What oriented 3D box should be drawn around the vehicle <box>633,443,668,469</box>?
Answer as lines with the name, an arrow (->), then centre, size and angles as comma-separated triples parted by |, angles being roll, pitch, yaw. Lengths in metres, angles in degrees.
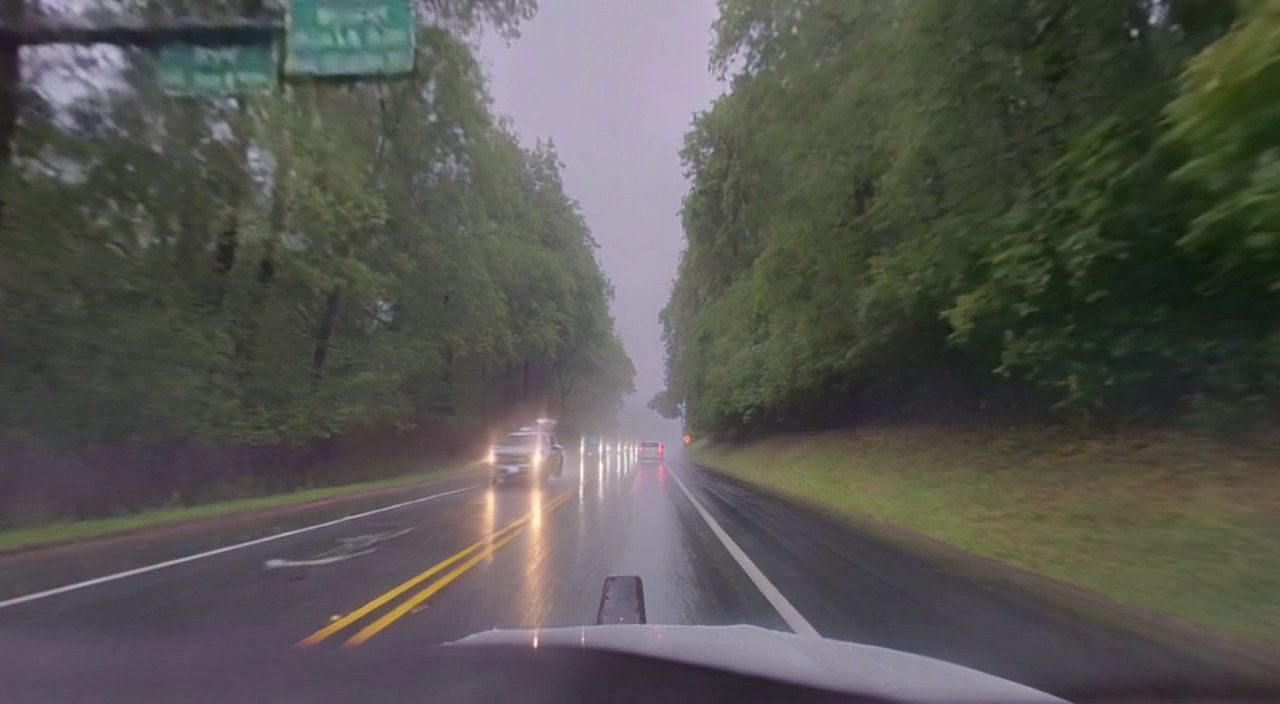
vehicle -> 0.648, 6.450, 39.337 | 2.067, 1.486, 3.861 | 0, -9, 1

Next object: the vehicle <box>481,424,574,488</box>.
vehicle -> -4.250, 4.092, 25.083 | 2.479, 2.208, 5.780 | 0, -9, 2

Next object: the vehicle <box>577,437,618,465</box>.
vehicle -> -3.214, 7.701, 49.075 | 2.461, 2.030, 5.478 | -1, -9, 3
